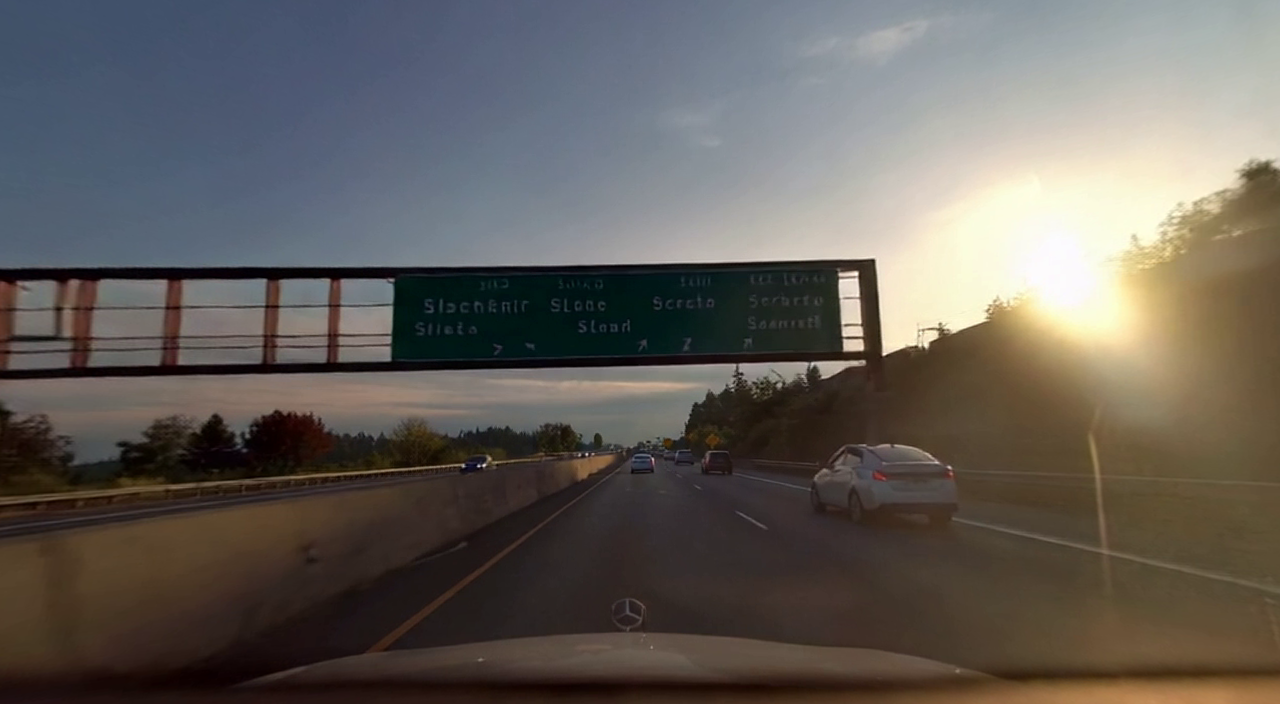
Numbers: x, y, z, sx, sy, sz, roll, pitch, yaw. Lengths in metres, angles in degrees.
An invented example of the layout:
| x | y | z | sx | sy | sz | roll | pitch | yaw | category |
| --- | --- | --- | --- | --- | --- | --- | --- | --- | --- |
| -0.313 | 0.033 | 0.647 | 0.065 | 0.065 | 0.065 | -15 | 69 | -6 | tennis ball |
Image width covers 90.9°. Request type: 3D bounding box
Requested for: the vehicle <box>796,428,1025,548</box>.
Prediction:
| x | y | z | sx | sy | sz | roll | pitch | yaw | category |
| --- | --- | --- | --- | --- | --- | --- | --- | --- | --- |
| 4.281 | 2.224 | 10.954 | 1.969 | 1.639 | 4.472 | 0 | -9 | 0 | vehicle |

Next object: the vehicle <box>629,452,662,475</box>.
| x | y | z | sx | sy | sz | roll | pitch | yaw | category |
| --- | --- | --- | --- | --- | --- | --- | --- | --- | --- |
| 0.343 | 7.059 | 40.050 | 2.012 | 1.320 | 3.777 | 0 | -9 | 1 | vehicle |

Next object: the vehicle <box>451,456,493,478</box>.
| x | y | z | sx | sy | sz | roll | pitch | yaw | category |
| --- | --- | --- | --- | --- | --- | --- | --- | --- | --- |
| -12.196 | 8.374 | 45.939 | 1.830 | 1.463 | 4.503 | 0 | -9 | 0 | vehicle |

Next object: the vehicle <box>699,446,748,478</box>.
| x | y | z | sx | sy | sz | roll | pitch | yaw | category |
| --- | --- | --- | --- | --- | --- | --- | --- | --- | --- |
| 4.317 | 5.758 | 33.159 | 1.935 | 1.594 | 3.981 | 0 | -9 | -1 | vehicle |
